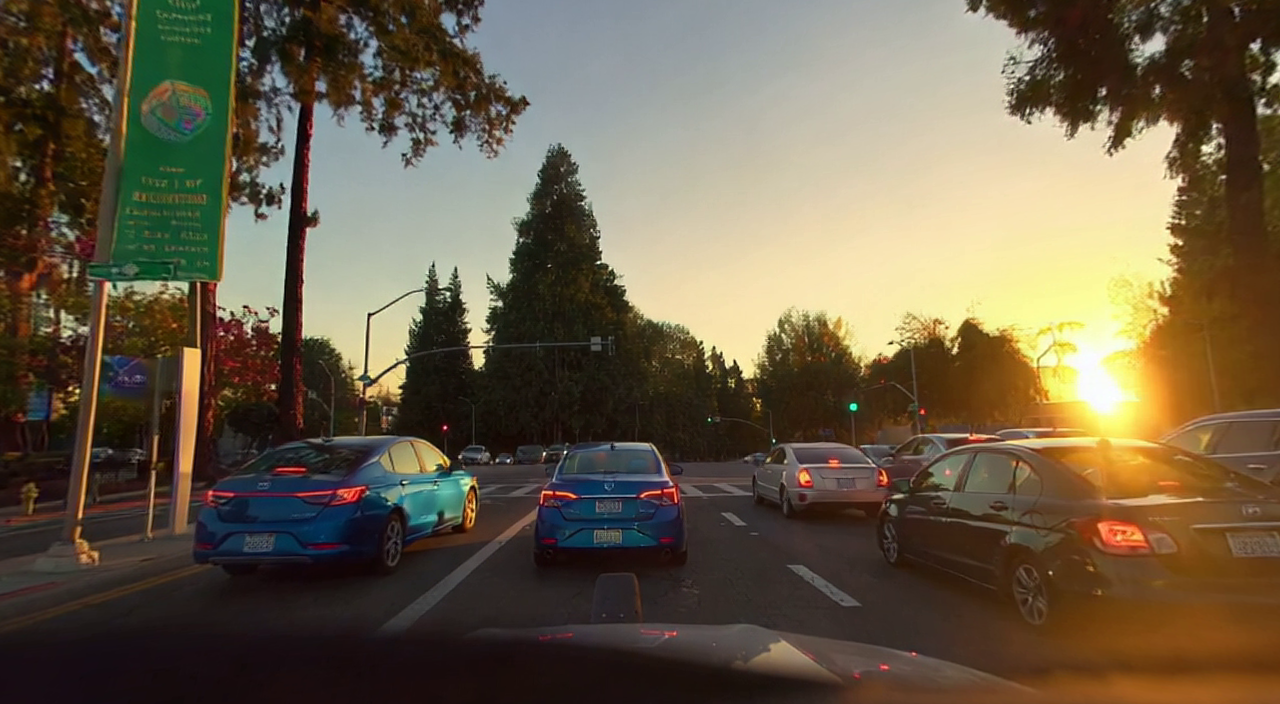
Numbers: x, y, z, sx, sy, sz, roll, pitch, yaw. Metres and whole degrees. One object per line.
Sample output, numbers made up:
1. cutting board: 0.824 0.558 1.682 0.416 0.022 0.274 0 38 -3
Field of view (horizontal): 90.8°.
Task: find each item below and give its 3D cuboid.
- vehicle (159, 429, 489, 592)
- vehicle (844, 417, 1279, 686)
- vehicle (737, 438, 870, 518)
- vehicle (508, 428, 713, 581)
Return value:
1. vehicle: -3.363 1.745 7.840 1.929 1.457 4.136 0 -9 0
2. vehicle: 3.604 1.438 5.786 1.953 1.471 4.470 0 -9 0
3. vehicle: 3.399 2.678 13.946 1.852 1.498 3.825 0 -9 -1
4. vehicle: -0.319 1.768 8.081 1.994 1.479 3.647 0 -9 -1
